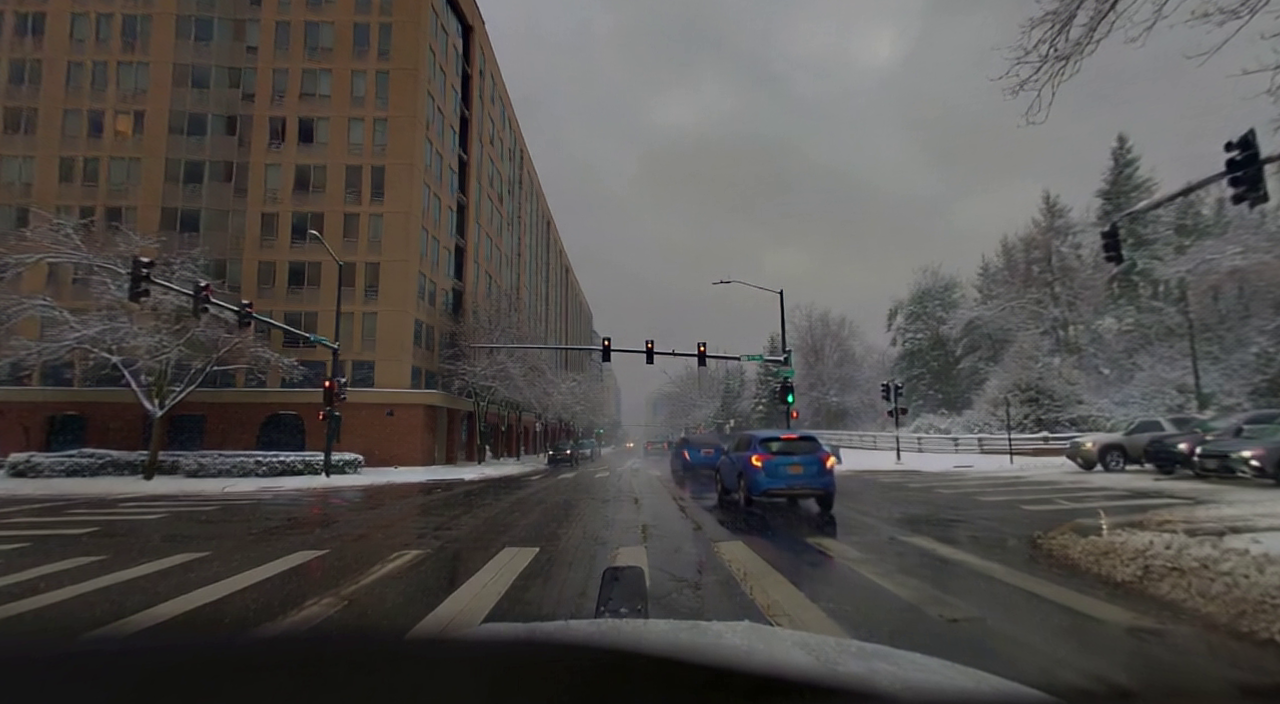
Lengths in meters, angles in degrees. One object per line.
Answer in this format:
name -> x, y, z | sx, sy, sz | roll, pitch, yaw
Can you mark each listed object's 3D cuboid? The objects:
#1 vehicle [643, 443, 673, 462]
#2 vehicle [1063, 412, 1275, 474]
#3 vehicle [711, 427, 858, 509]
vehicle -> 1.352, 7.828, 49.278 | 2.040, 1.421, 4.550 | 0, -8, -3
vehicle -> 16.912, 2.939, 20.402 | 4.802, 1.860, 2.146 | 0, -8, 1
vehicle -> 2.882, 2.436, 13.699 | 2.039, 1.470, 4.355 | 0, -8, -2
